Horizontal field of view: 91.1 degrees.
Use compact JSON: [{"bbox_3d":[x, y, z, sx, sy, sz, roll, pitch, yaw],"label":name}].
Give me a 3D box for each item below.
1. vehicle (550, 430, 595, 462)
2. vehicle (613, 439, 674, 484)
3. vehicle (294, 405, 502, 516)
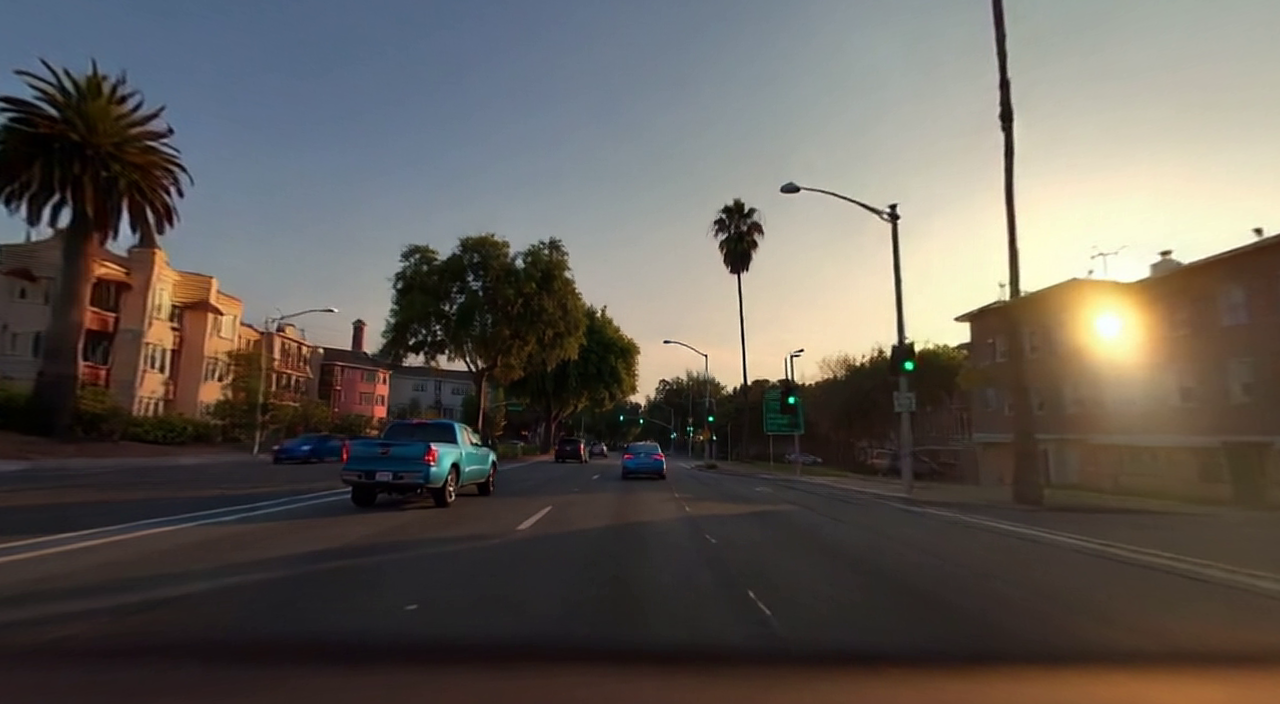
[{"bbox_3d":[-4.638,6.648,44.294,2.447,2.062,5.911,0,-8,1],"label":"vehicle"},{"bbox_3d":[0.140,4.121,23.962,2.122,1.562,4.152,0,-8,0],"label":"vehicle"},{"bbox_3d":[-4.860,2.329,13.973,2.187,1.904,6.103,0,-8,0],"label":"vehicle"}]
